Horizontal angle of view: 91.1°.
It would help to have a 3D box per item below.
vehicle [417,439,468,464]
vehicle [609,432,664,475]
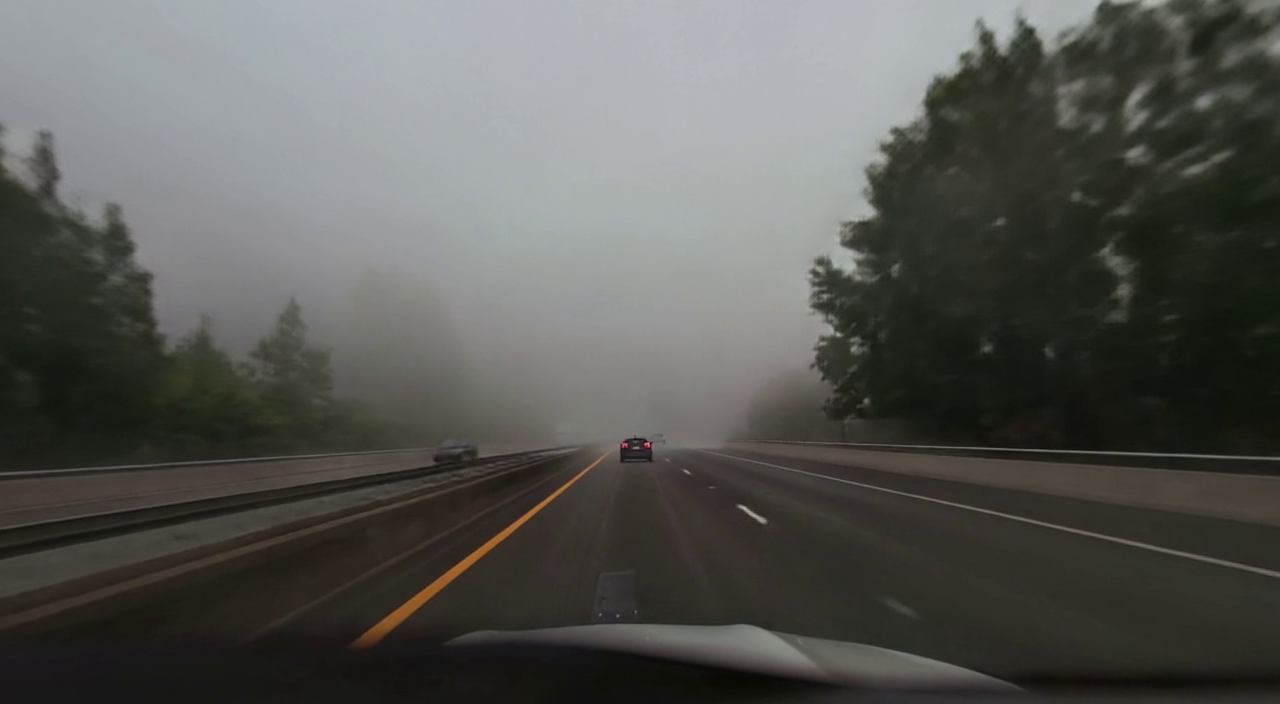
[{"bbox_3d":[-12.964,6.536,41.605,1.878,1.499,4.539,0,-8,0],"label":"vehicle"},{"bbox_3d":[-0.137,3.756,23.630,1.897,1.479,3.724,0,-8,-1],"label":"vehicle"}]
